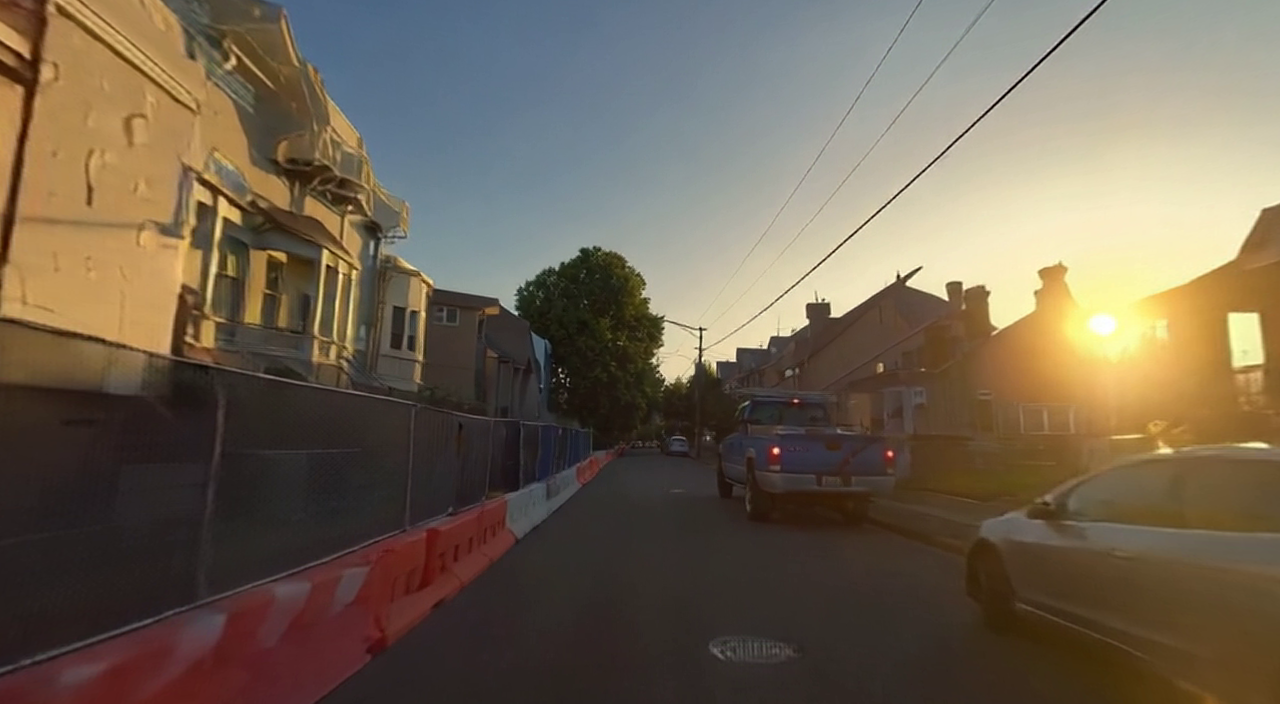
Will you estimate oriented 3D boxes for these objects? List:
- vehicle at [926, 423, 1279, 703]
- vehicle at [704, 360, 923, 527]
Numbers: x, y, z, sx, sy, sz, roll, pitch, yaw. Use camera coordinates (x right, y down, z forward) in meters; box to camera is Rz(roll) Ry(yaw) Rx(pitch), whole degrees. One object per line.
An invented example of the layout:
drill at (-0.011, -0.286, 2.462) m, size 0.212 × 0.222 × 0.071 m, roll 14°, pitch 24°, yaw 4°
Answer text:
vehicle at (3.302, 1.149, 3.226) m, size 1.821 × 1.530 × 3.846 m, roll 0°, pitch -8°, yaw -1°
vehicle at (3.243, 1.940, 13.796) m, size 2.879 × 2.801 × 6.142 m, roll 0°, pitch -8°, yaw -2°
